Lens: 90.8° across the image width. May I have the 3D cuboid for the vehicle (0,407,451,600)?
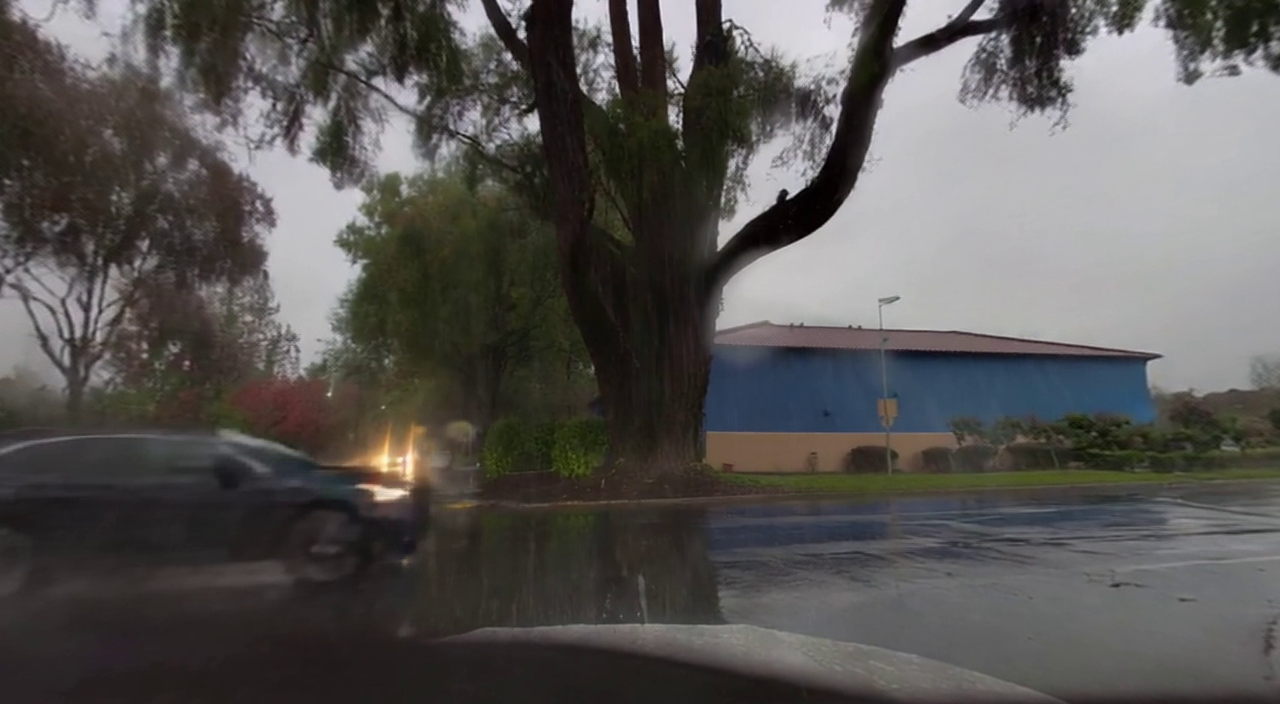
[{"bbox_3d":[-4.580,1.551,7.053,4.557,1.677,2.337,2,-9,-13],"label":"vehicle"}]
